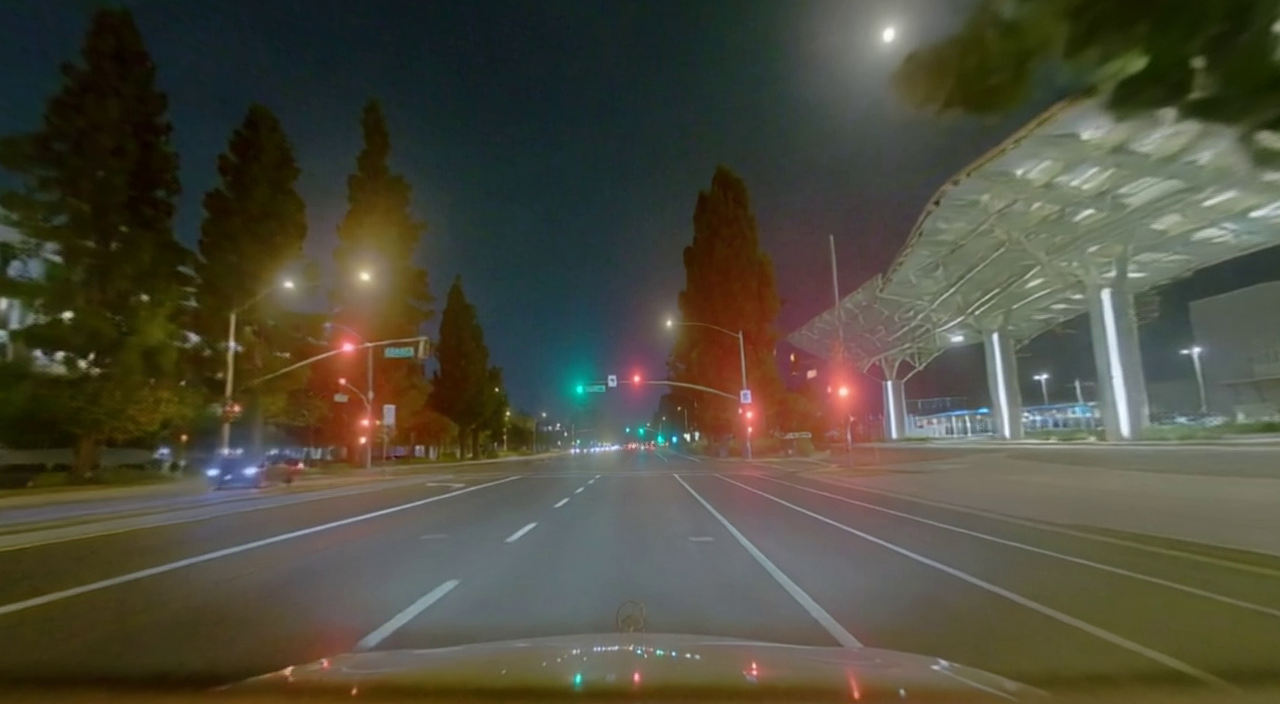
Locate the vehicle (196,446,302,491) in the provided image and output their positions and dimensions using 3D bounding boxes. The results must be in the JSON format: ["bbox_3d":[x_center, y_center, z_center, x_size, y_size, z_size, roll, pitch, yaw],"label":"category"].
[{"bbox_3d":[-16.262,4.818,26.505,1.999,1.710,4.228,1,-8,-6],"label":"vehicle"}]
